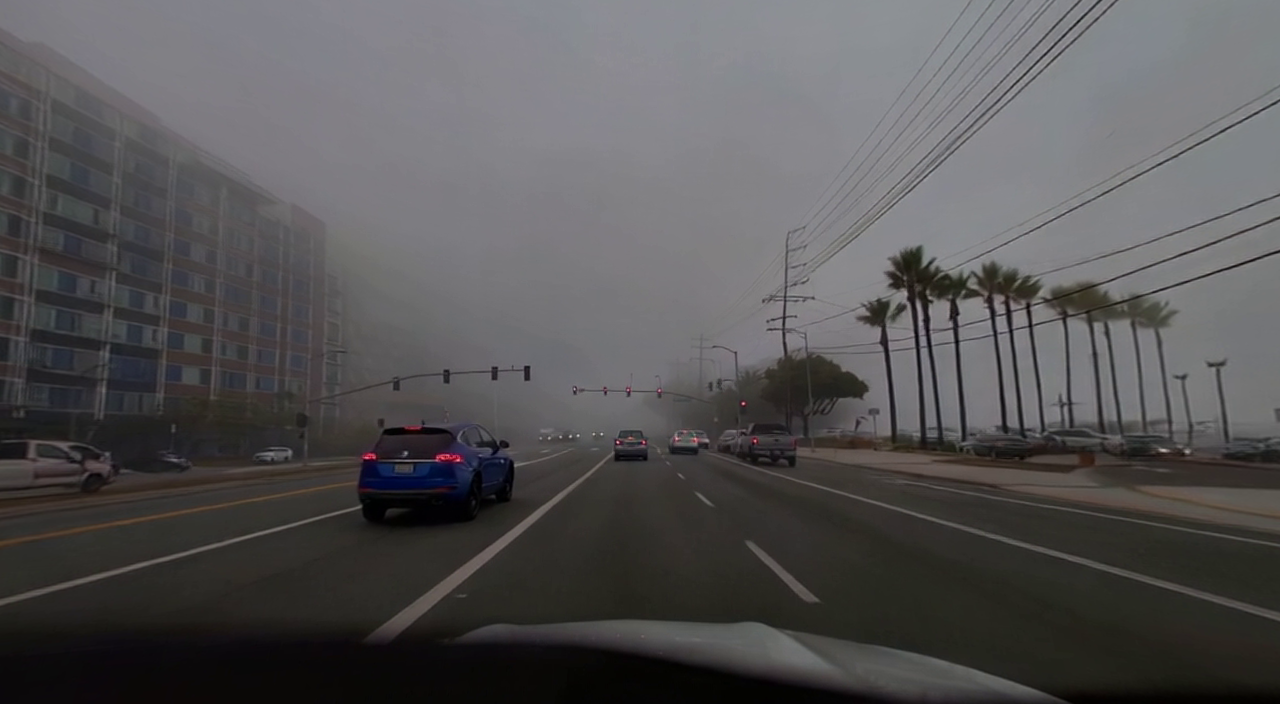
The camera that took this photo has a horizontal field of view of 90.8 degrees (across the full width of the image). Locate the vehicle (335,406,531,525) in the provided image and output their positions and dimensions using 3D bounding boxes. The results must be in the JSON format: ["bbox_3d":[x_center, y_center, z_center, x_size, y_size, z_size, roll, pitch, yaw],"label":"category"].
[{"bbox_3d":[-3.478,2.030,11.712,2.136,1.779,4.417,0,-9,0],"label":"vehicle"}]

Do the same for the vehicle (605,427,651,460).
[{"bbox_3d":[-0.688,4.918,33.861,2.302,1.681,4.217,0,-9,-2],"label":"vehicle"}]

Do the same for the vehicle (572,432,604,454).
[{"bbox_3d":[-3.675,6.585,45.567,1.973,1.504,3.895,0,-9,0],"label":"vehicle"}]

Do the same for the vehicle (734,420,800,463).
[{"bbox_3d":[6.289,4.575,31.988,2.130,1.979,5.310,0,-9,-1],"label":"vehicle"}]

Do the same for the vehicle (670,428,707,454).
[{"bbox_3d":[3.060,5.798,40.960,1.975,1.598,4.025,0,-9,-1],"label":"vehicle"}]
